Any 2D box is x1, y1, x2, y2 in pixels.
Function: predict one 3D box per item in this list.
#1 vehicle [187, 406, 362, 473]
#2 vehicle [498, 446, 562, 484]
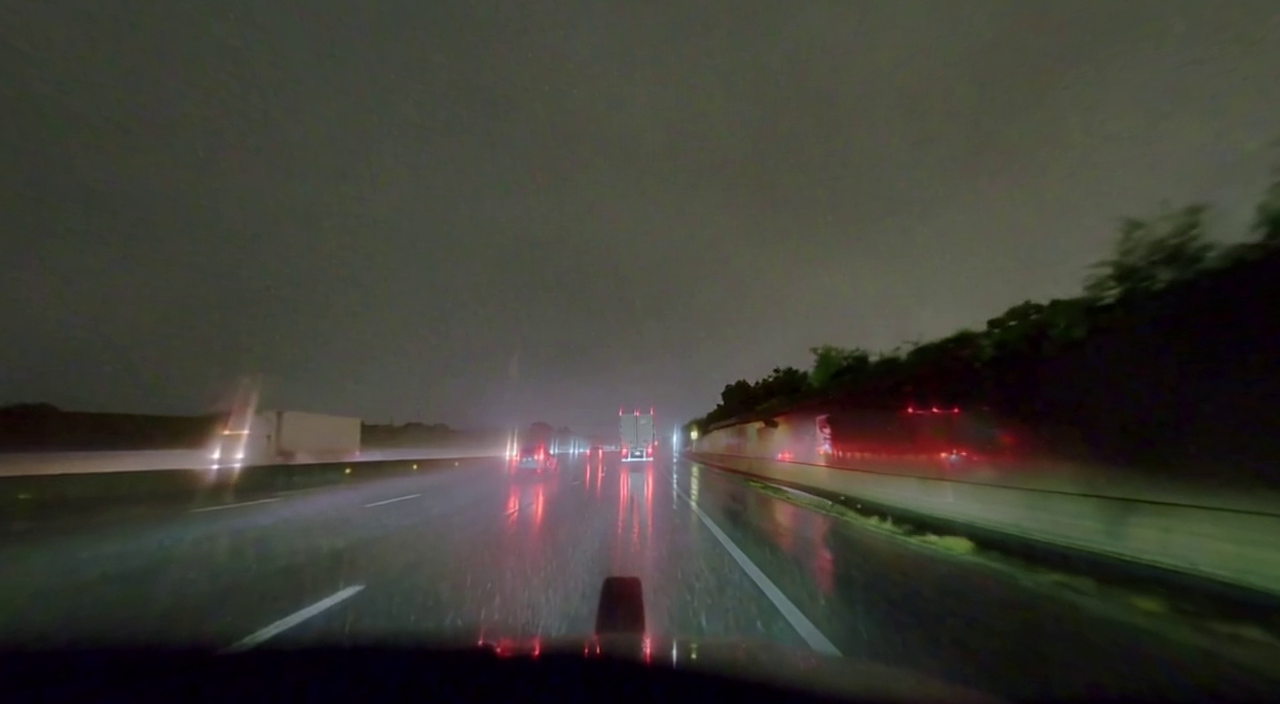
[{"bbox_3d":[-25.444,6.485,45.869,3.069,3.973,16.049,0,-9,0],"label":"vehicle"},{"bbox_3d":[-4.663,4.850,27.361,2.024,1.515,3.907,0,-9,1],"label":"vehicle"}]
